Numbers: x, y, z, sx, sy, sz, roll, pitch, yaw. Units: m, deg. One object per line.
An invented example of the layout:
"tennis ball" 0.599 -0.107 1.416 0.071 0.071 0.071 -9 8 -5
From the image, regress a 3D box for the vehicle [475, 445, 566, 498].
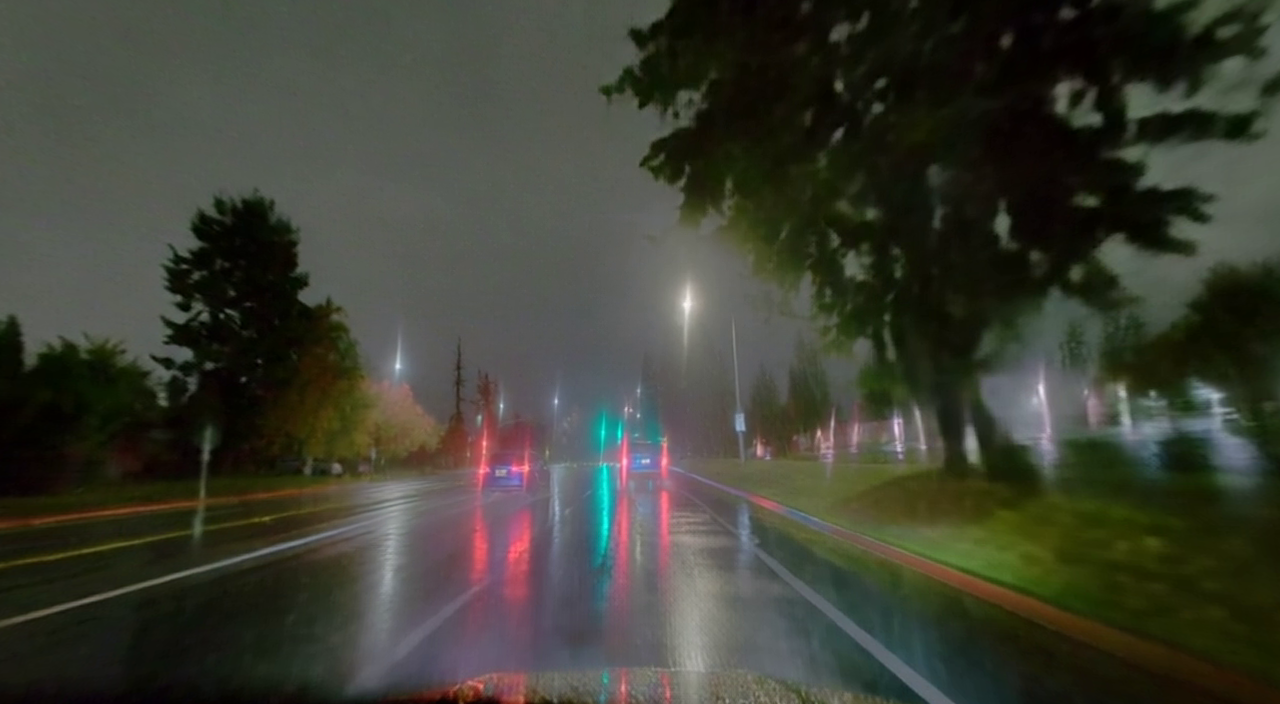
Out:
"vehicle" -3.637 3.699 19.920 2.036 1.447 4.044 0 -8 0

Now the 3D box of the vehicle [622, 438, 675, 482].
"vehicle" 0.298 4.846 28.623 2.215 1.799 4.426 0 -8 -1
